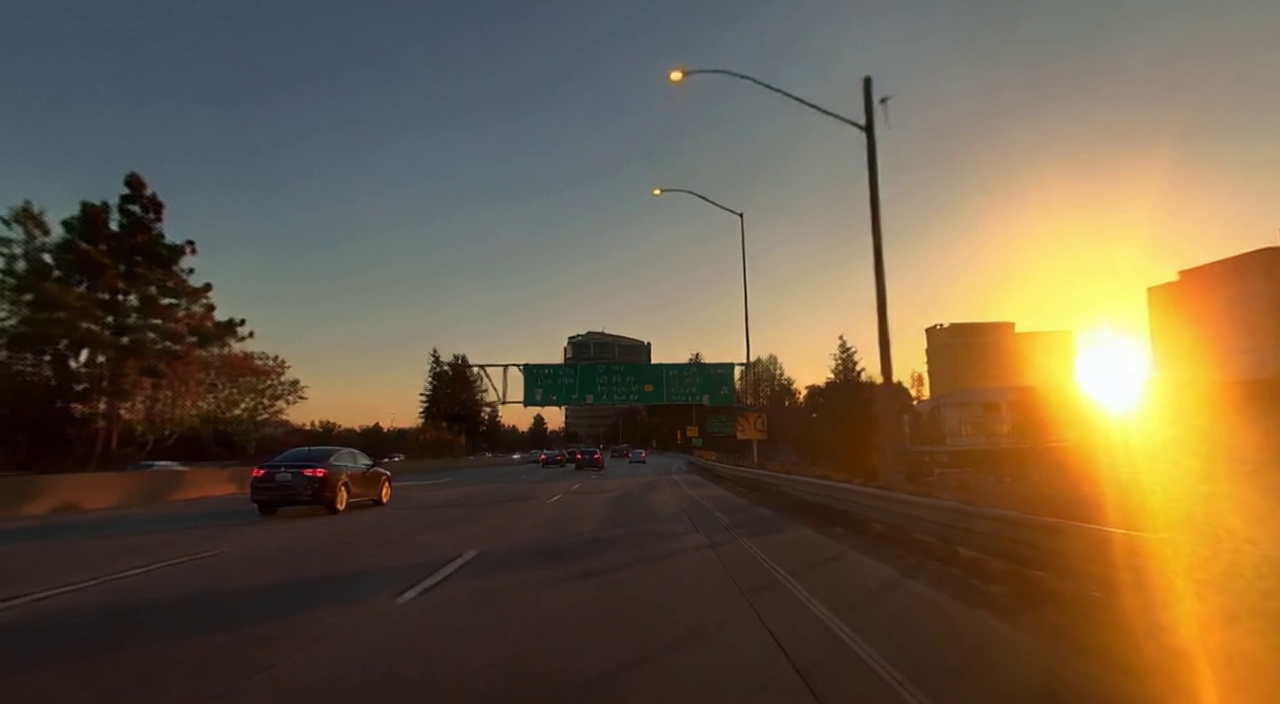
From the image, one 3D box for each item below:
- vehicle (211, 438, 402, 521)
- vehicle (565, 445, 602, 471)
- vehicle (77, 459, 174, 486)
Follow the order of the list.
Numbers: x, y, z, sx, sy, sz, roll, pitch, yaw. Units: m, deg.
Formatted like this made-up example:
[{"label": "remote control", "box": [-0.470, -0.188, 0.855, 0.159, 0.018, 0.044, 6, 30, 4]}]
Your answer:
[{"label": "vehicle", "box": [-7.660, 2.943, 15.130, 2.071, 1.661, 4.540, 0, -9, 1]}, {"label": "vehicle", "box": [-3.898, 7.445, 44.492, 2.158, 1.717, 4.375, -1, -9, 1]}, {"label": "vehicle", "box": [-31.464, 7.351, 38.700, 1.844, 1.489, 4.745, -1, -9, 2]}]
